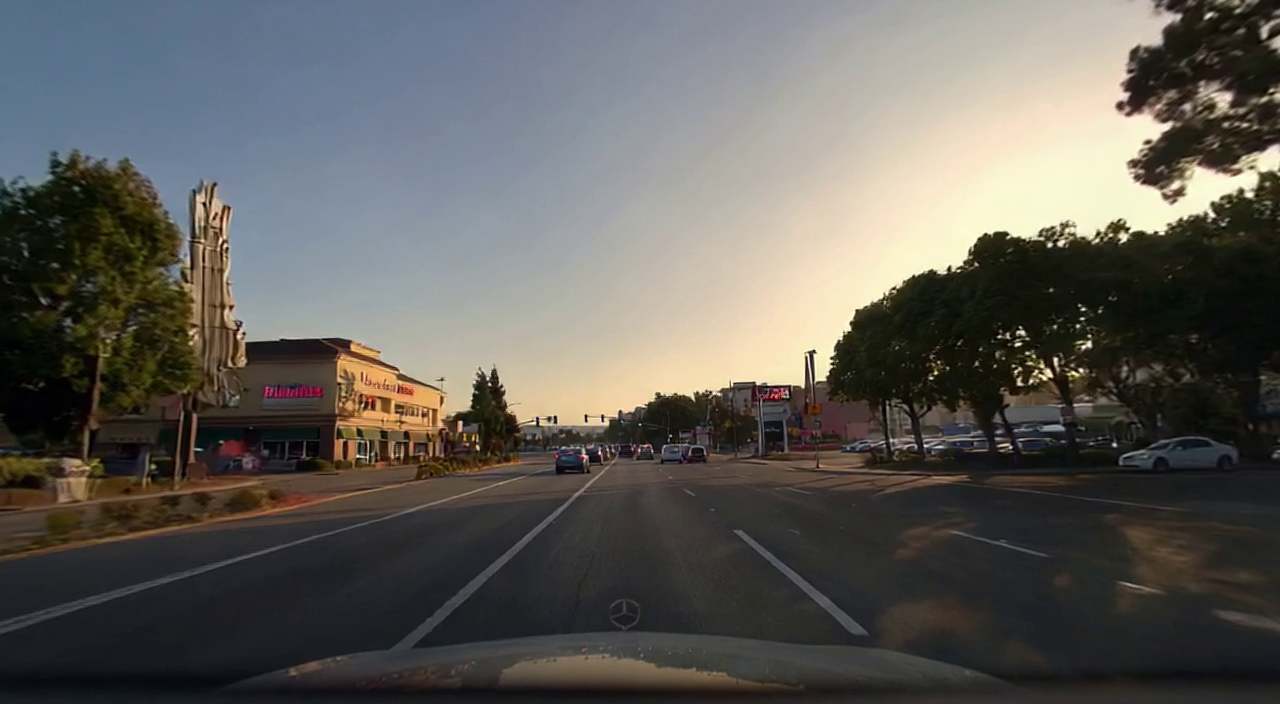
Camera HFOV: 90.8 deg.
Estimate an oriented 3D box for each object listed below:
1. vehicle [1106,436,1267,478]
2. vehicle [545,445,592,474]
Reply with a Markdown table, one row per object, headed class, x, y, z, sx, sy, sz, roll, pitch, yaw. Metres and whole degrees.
| class | x | y | z | sx | sy | sz | roll | pitch | yaw |
| --- | --- | --- | --- | --- | --- | --- | --- | --- | --- |
| vehicle | 21.477 | 4.124 | 24.972 | 4.551 | 1.555 | 2.018 | 0 | -9 | -3 |
| vehicle | -3.839 | 5.862 | 34.688 | 2.097 | 1.497 | 4.571 | 0 | -9 | 0 |
